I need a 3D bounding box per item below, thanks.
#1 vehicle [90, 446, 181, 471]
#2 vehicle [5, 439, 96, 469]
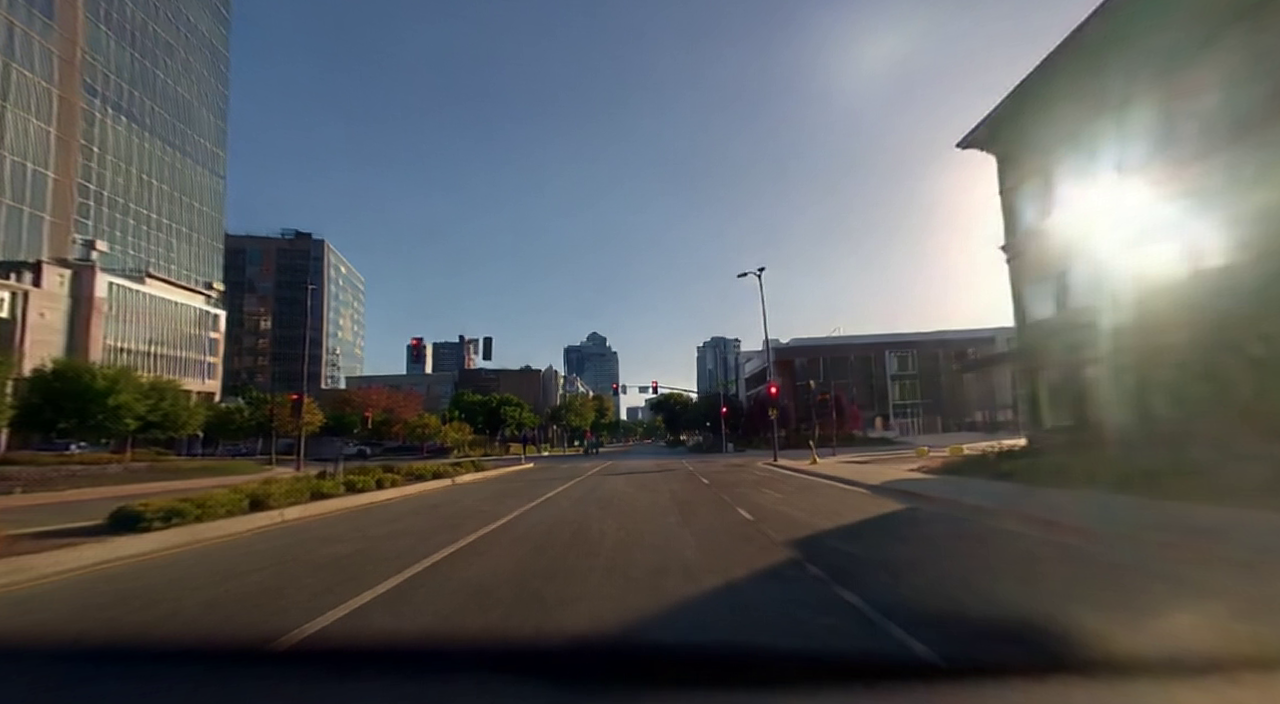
[{"bbox_3d":[-31.975,6.735,40.077,1.852,1.485,4.683,0,-9,1],"label":"vehicle"},{"bbox_3d":[-37.297,6.417,39.975,1.873,1.657,4.087,-3,-7,-1],"label":"vehicle"}]
